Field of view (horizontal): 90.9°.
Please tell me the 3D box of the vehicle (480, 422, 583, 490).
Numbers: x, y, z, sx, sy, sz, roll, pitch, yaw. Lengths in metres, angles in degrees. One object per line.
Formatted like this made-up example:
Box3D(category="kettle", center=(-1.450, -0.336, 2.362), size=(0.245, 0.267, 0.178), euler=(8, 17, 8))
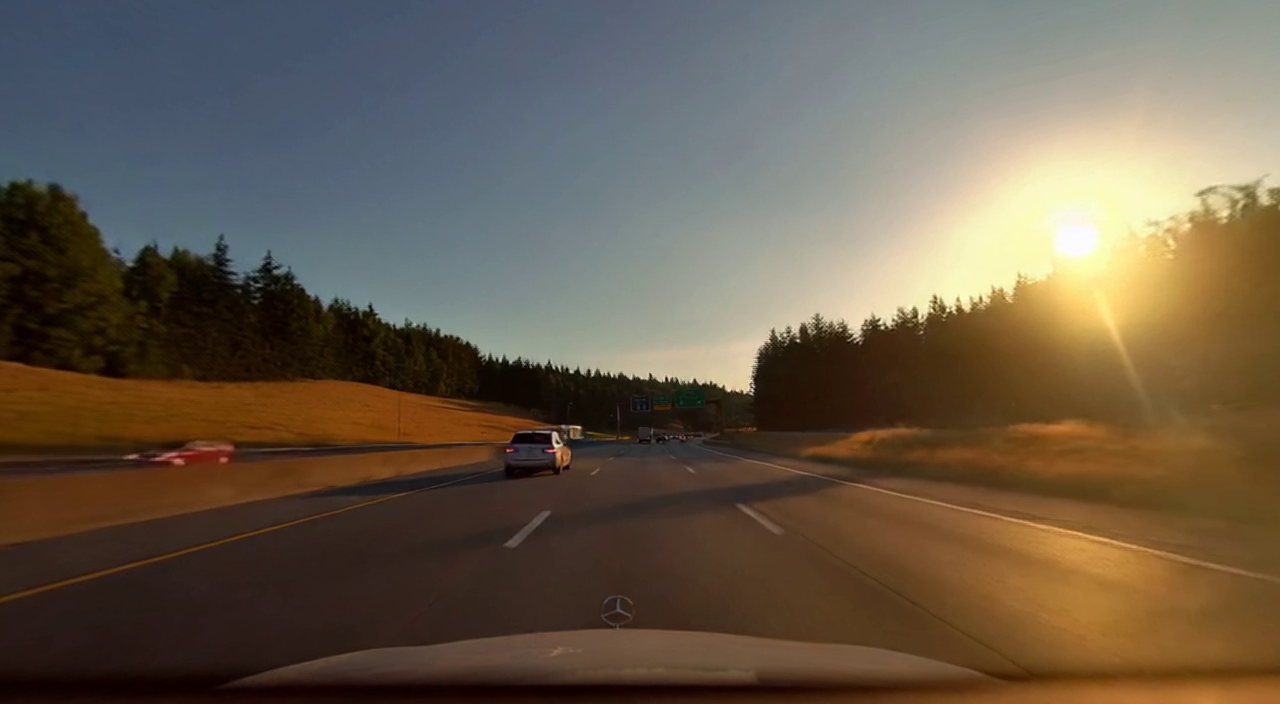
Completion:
Box3D(category="vehicle", center=(-2.858, 2.825, 17.538), size=(2.084, 1.654, 4.080), euler=(0, -8, 1))
